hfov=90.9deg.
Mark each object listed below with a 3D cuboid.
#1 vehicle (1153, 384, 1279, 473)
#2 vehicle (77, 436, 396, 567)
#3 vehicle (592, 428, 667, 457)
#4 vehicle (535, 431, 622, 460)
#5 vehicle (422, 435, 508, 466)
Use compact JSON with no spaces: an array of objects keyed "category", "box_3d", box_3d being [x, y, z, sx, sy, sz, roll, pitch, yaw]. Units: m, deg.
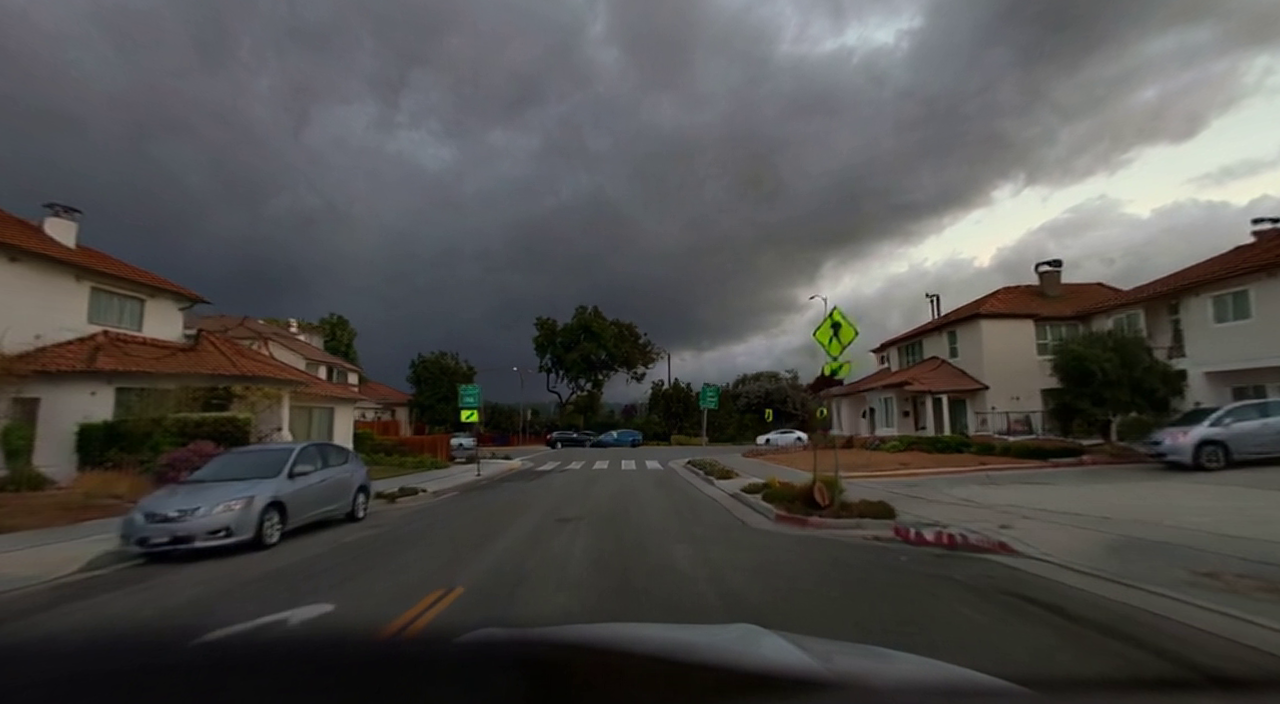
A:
[{"category":"vehicle","box_3d":[14.171,1.663,13.649,4.184,1.817,2.026,-4,-8,23]},{"category":"vehicle","box_3d":[-5.397,1.986,9.261,1.919,1.464,4.155,0,-8,0]},{"category":"vehicle","box_3d":[-0.791,6.589,46.115,5.113,2.048,1.962,3,-8,-24]},{"category":"vehicle","box_3d":[-4.002,6.056,40.964,5.181,1.768,2.139,4,-9,-25]},{"category":"vehicle","box_3d":[-10.207,5.726,36.718,4.639,1.700,2.002,2,-8,-18]}]
